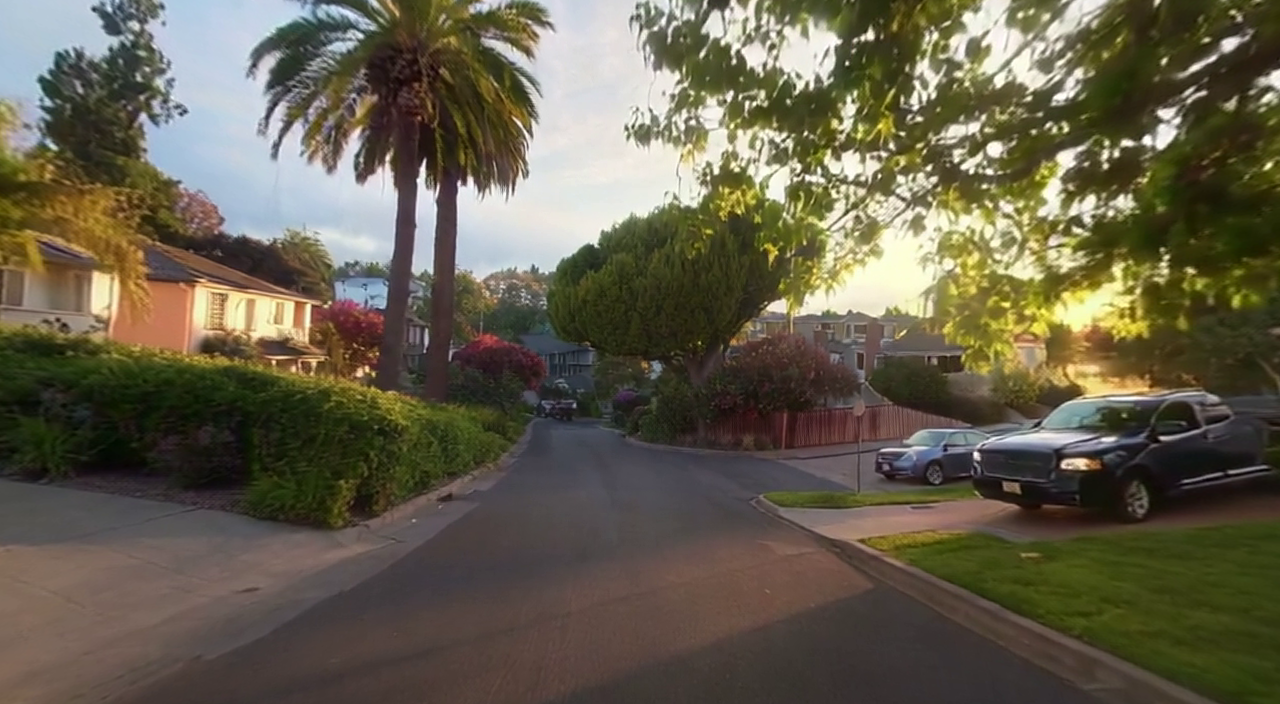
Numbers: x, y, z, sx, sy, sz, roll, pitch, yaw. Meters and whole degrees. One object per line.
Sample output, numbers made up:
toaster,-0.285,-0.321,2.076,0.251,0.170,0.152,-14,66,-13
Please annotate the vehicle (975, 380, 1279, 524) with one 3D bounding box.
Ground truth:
vehicle,9.946,1.879,11.762,6.615,2.137,2.578,4,-9,-19

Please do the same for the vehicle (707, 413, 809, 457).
vehicle,6.935,4.897,36.668,5.663,1.913,2.170,10,-14,-26

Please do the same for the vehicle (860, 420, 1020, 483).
vehicle,10.174,3.360,21.452,4.443,1.948,2.230,2,-10,-17
